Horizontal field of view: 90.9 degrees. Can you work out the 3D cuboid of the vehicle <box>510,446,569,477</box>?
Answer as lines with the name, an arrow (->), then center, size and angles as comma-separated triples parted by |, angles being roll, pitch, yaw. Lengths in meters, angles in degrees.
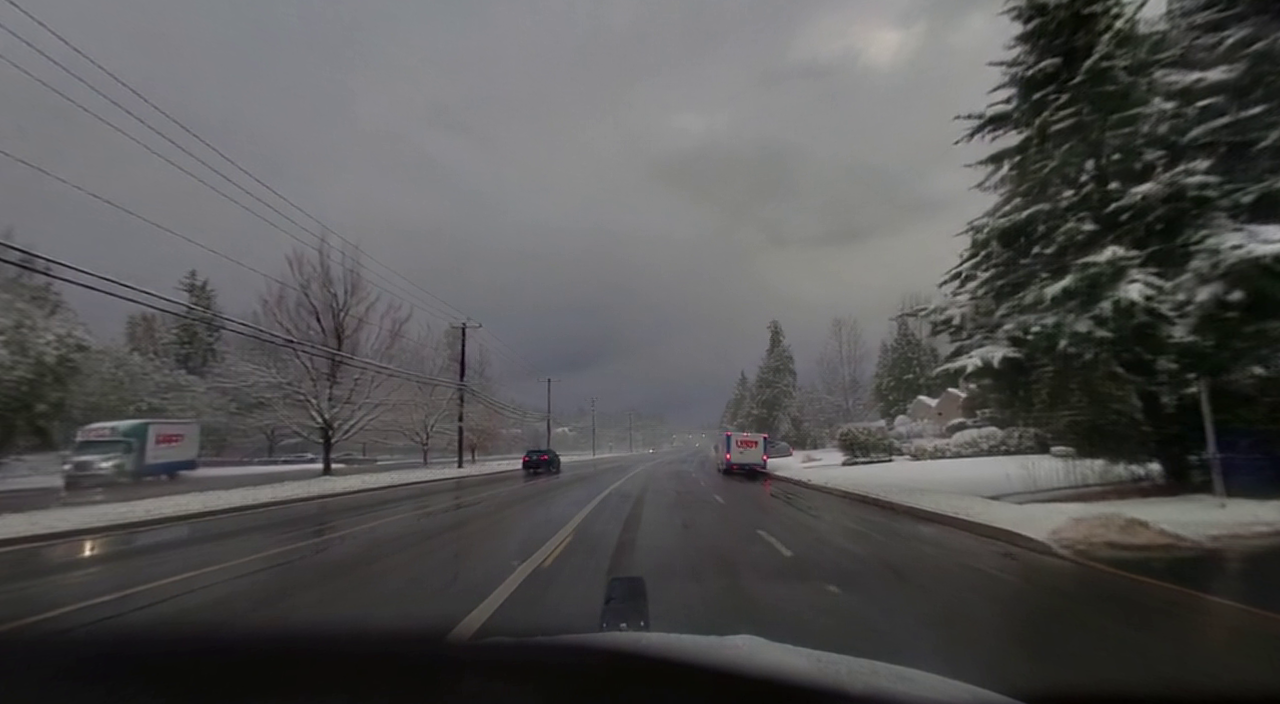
vehicle -> -5.154, 5.654, 32.914 | 2.060, 1.473, 4.645 | 0, -8, 3

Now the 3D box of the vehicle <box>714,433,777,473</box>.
vehicle -> 5.751, 5.636, 35.380 | 2.695, 2.013, 6.661 | 0, -8, 3

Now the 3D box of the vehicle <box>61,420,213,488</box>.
vehicle -> -22.546, 4.594, 28.728 | 2.421, 2.746, 5.968 | 1, -8, -6

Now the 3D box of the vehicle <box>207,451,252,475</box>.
vehicle -> -30.551, 8.195, 46.856 | 2.118, 1.670, 4.487 | 7, -11, -40
